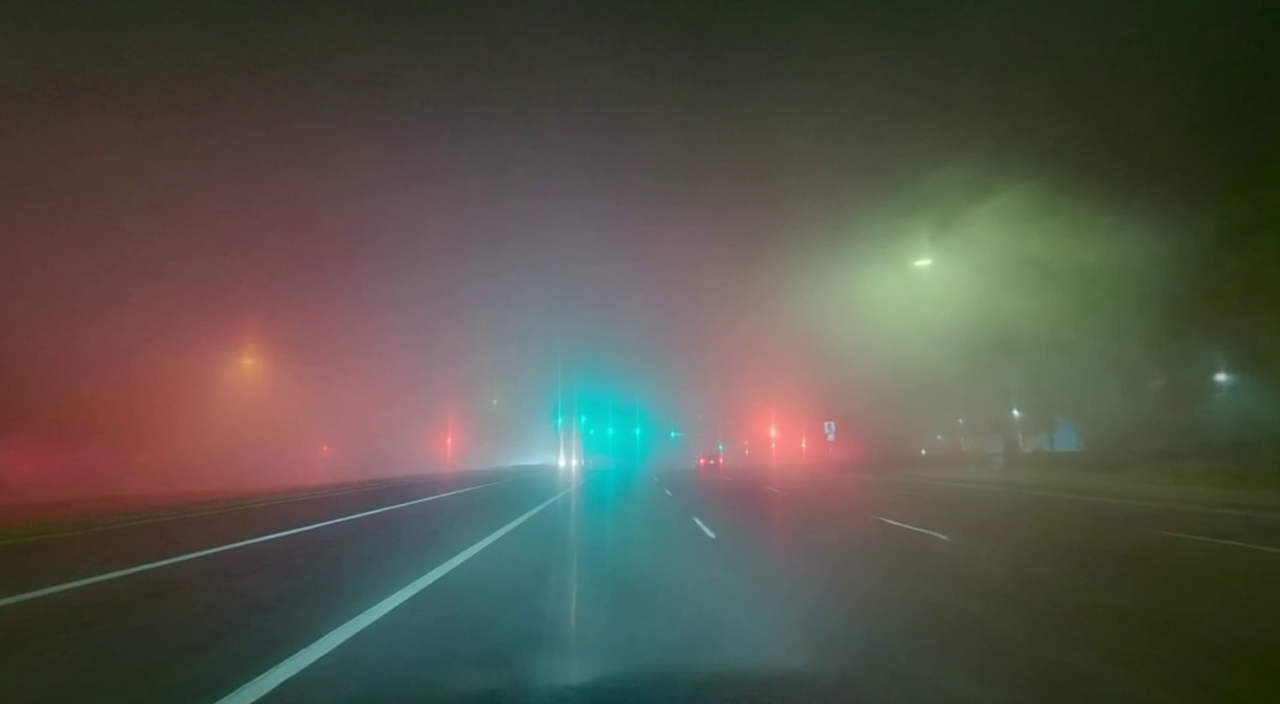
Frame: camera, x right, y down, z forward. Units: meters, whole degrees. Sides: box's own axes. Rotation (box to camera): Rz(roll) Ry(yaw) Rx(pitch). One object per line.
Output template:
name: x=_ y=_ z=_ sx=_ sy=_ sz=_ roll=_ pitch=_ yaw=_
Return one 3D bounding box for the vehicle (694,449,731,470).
vehicle: x=5.532 y=8.296 z=48.972 sx=2.187 sy=1.475 sz=4.529 roll=0 pitch=-9 yaw=-2
